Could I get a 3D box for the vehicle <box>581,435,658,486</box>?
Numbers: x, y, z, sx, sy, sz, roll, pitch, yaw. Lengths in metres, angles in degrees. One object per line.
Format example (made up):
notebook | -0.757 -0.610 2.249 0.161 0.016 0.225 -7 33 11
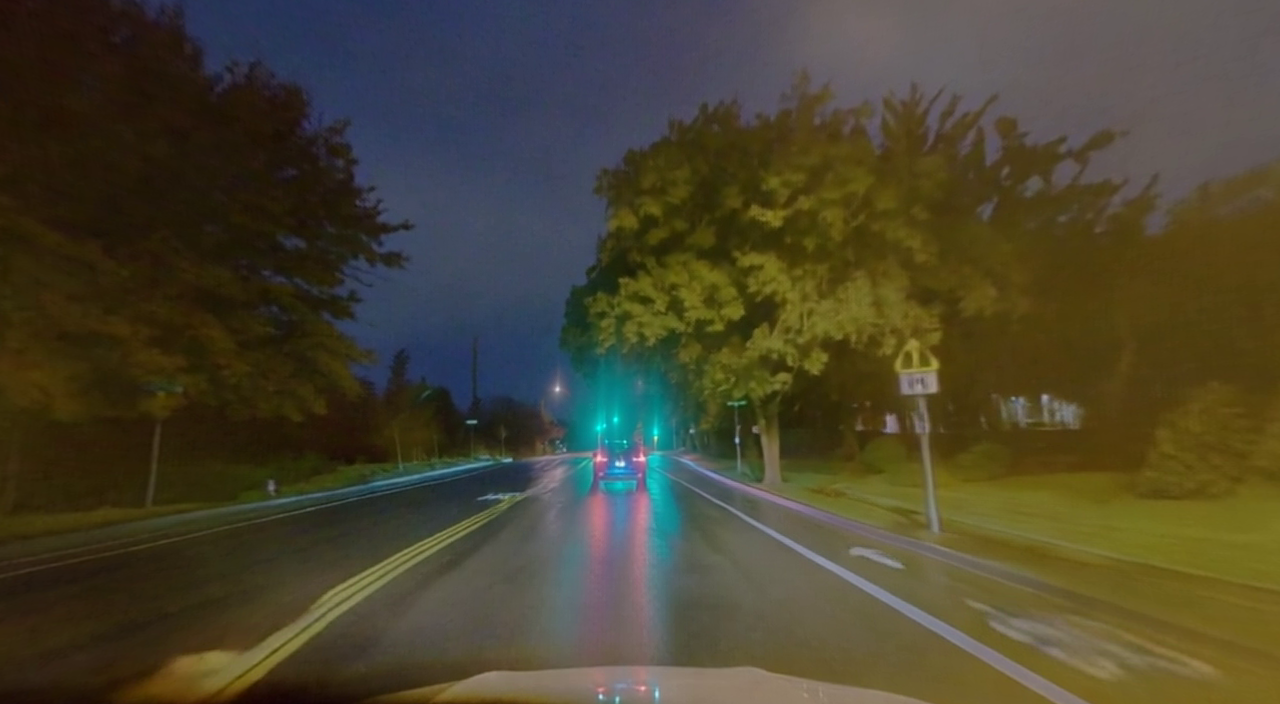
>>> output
vehicle | -0.660 3.590 21.186 2.295 1.510 4.364 0 -8 -1
